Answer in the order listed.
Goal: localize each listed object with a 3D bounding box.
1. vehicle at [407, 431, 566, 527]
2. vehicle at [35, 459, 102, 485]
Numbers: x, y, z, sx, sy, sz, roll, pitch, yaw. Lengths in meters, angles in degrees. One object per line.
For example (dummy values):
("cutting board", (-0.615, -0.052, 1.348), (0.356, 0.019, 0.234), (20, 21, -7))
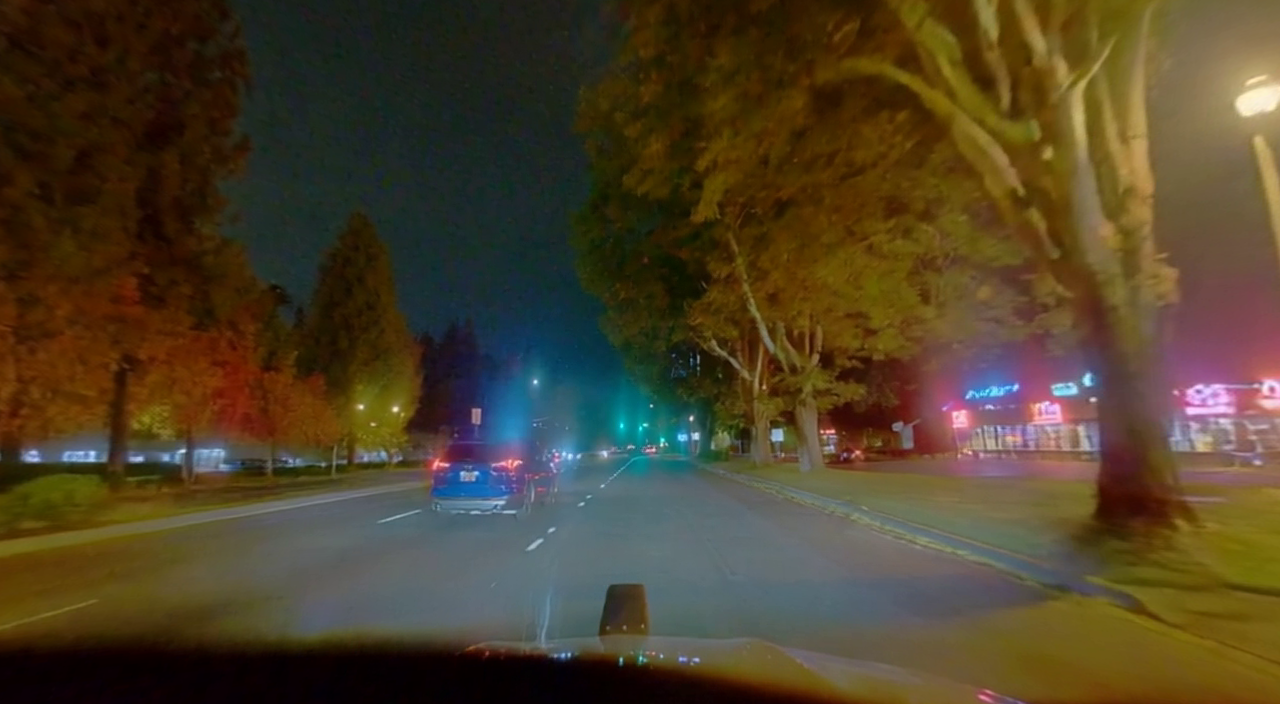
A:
("vehicle", (-2.929, 2.530, 13.121), (2.127, 1.654, 4.121), (0, -8, 2))
("vehicle", (-43.144, 9.046, 47.687), (1.953, 1.686, 4.480), (2, -9, -17))
